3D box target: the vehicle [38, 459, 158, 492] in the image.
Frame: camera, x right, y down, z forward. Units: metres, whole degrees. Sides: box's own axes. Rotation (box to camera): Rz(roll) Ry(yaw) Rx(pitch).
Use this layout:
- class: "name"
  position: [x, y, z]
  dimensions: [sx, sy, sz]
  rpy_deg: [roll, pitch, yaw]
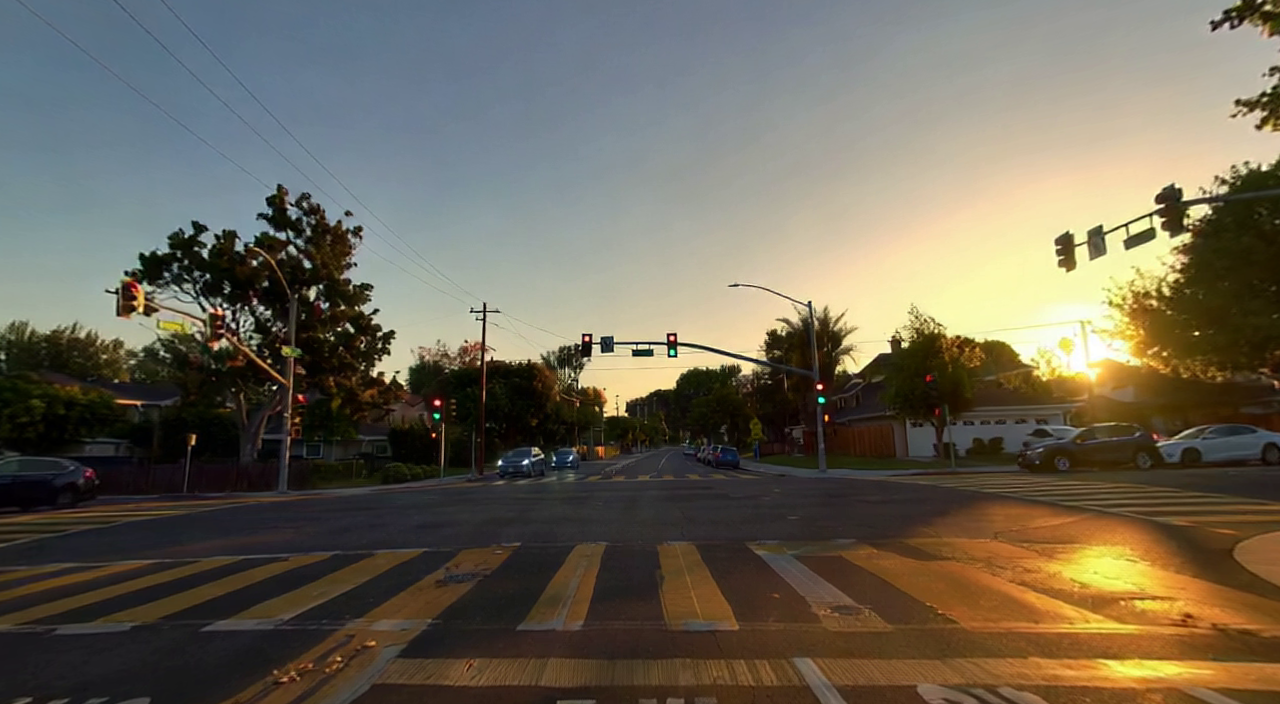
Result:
- class: "vehicle"
  position: [-30.095, 6.859, 35.345]
  dimensions: [2.106, 1.586, 5.009]
  rpy_deg: [-1, -8, 4]

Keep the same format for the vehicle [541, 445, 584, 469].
- class: "vehicle"
  position: [-5.576, 7.652, 46.261]
  dimensions: [2.270, 1.605, 4.958]
  rpy_deg: [-1, -8, 3]

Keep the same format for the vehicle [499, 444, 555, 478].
- class: "vehicle"
  position: [-5.967, 5.795, 33.904]
  dimensions: [1.982, 1.686, 4.195]
  rpy_deg: [-1, -8, 4]

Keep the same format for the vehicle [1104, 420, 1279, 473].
- class: "vehicle"
  position: [16.962, 2.841, 19.027]
  dimensions: [4.345, 1.517, 1.913]
  rpy_deg: [0, -8, 1]

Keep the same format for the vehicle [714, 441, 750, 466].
- class: "vehicle"
  position: [6.227, 6.958, 43.309]
  dimensions: [1.891, 1.611, 4.269]
  rpy_deg: [0, -8, 1]

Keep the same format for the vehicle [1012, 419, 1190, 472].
- class: "vehicle"
  position: [15.995, 3.272, 22.132]
  dimensions: [4.452, 1.711, 2.186]
  rpy_deg: [0, -8, 1]
